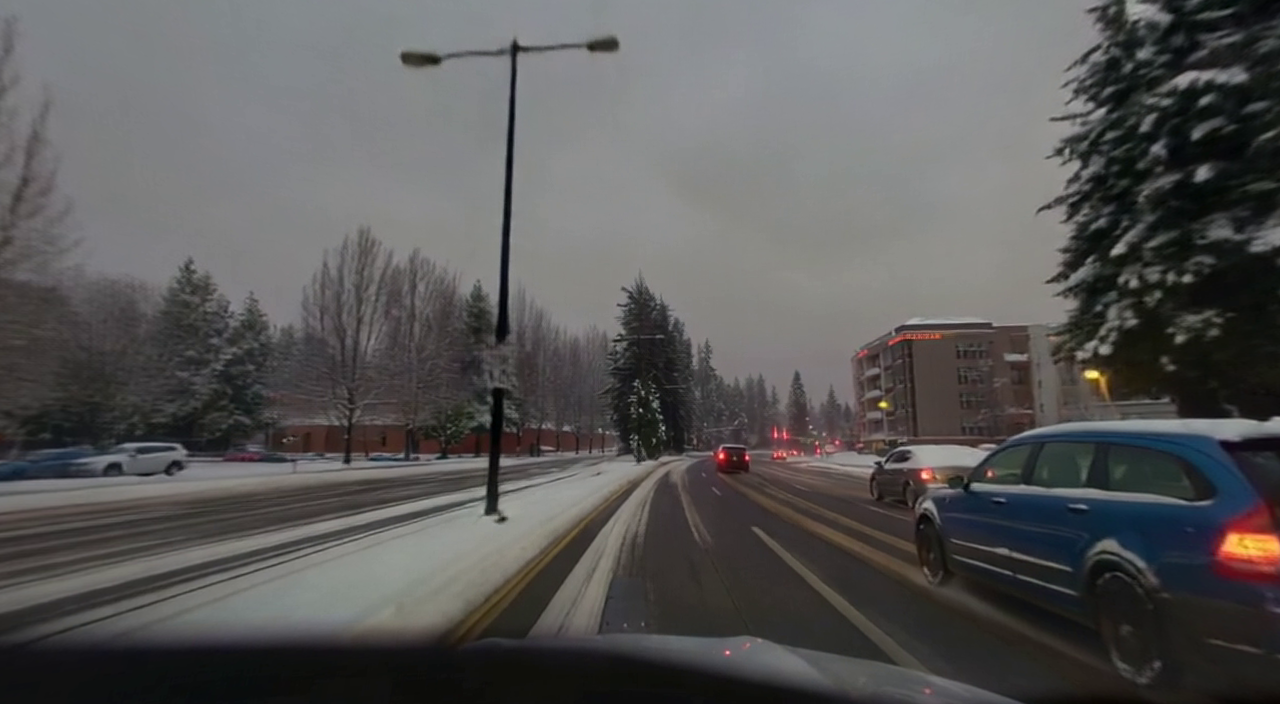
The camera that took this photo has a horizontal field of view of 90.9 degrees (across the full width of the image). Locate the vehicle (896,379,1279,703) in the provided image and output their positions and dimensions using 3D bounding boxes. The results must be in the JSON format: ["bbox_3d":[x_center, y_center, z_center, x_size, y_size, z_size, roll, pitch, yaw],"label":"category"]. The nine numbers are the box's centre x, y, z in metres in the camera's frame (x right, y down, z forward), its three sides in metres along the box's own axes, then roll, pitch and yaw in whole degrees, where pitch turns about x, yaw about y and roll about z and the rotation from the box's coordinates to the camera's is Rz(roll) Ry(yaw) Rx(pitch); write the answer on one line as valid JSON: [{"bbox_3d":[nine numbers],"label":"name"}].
[{"bbox_3d":[3.461,1.188,4.168,1.901,1.634,3.952,0,-9,1],"label":"vehicle"}]

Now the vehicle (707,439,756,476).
[{"bbox_3d":[4.848,5.648,34.061,2.154,1.844,4.634,0,-9,3],"label":"vehicle"}]

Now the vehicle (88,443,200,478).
[{"bbox_3d":[-26.227,5.723,33.402,4.378,1.744,1.981,-1,-9,6],"label":"vehicle"}]

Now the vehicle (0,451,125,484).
[{"bbox_3d":[-26.791,5.321,29.160,4.384,1.416,1.969,-1,-9,7],"label":"vehicle"}]
